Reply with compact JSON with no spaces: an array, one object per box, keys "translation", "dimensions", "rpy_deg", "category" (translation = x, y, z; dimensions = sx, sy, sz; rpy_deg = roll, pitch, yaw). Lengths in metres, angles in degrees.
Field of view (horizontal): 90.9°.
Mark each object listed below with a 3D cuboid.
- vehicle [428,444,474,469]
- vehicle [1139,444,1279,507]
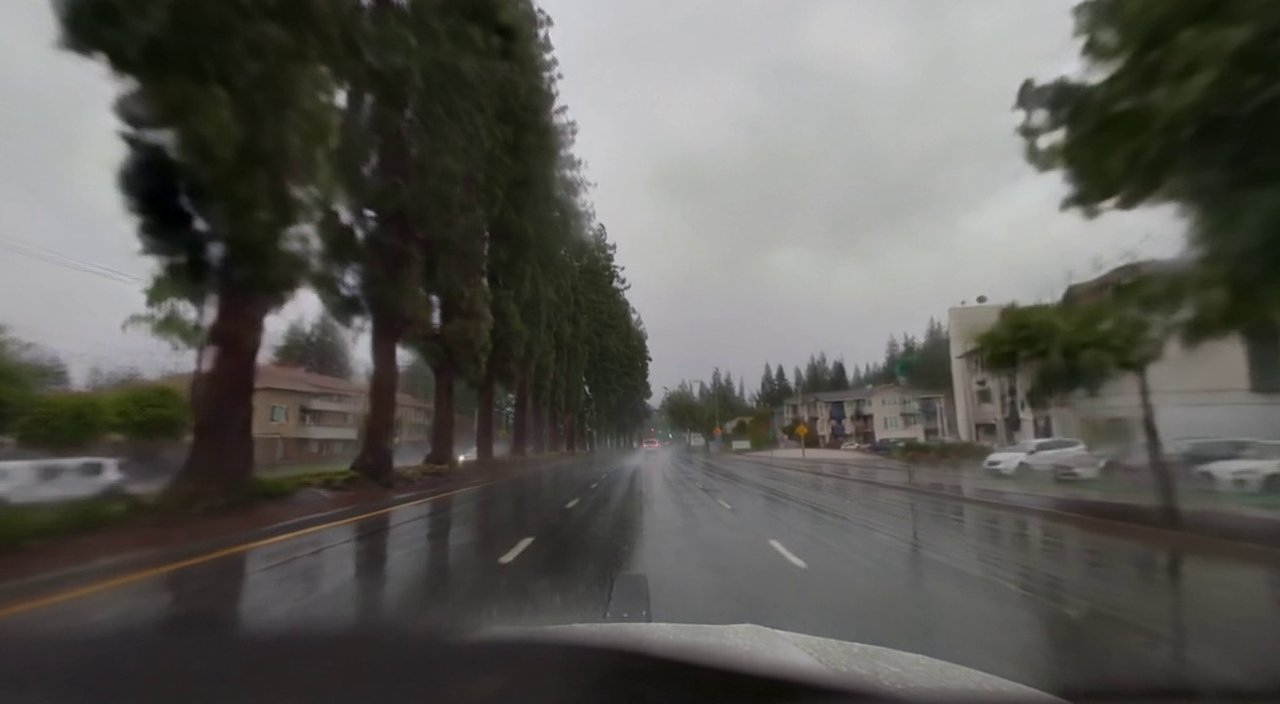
[{"translation":[-13.948,7.708,46.813],"dimensions":[2.072,1.712,4.467],"rpy_deg":[0,-8,-1],"category":"vehicle"},{"translation":[15.182,2.950,15.340],"dimensions":[4.246,1.399,2.134],"rpy_deg":[0,-8,-1],"category":"vehicle"}]
